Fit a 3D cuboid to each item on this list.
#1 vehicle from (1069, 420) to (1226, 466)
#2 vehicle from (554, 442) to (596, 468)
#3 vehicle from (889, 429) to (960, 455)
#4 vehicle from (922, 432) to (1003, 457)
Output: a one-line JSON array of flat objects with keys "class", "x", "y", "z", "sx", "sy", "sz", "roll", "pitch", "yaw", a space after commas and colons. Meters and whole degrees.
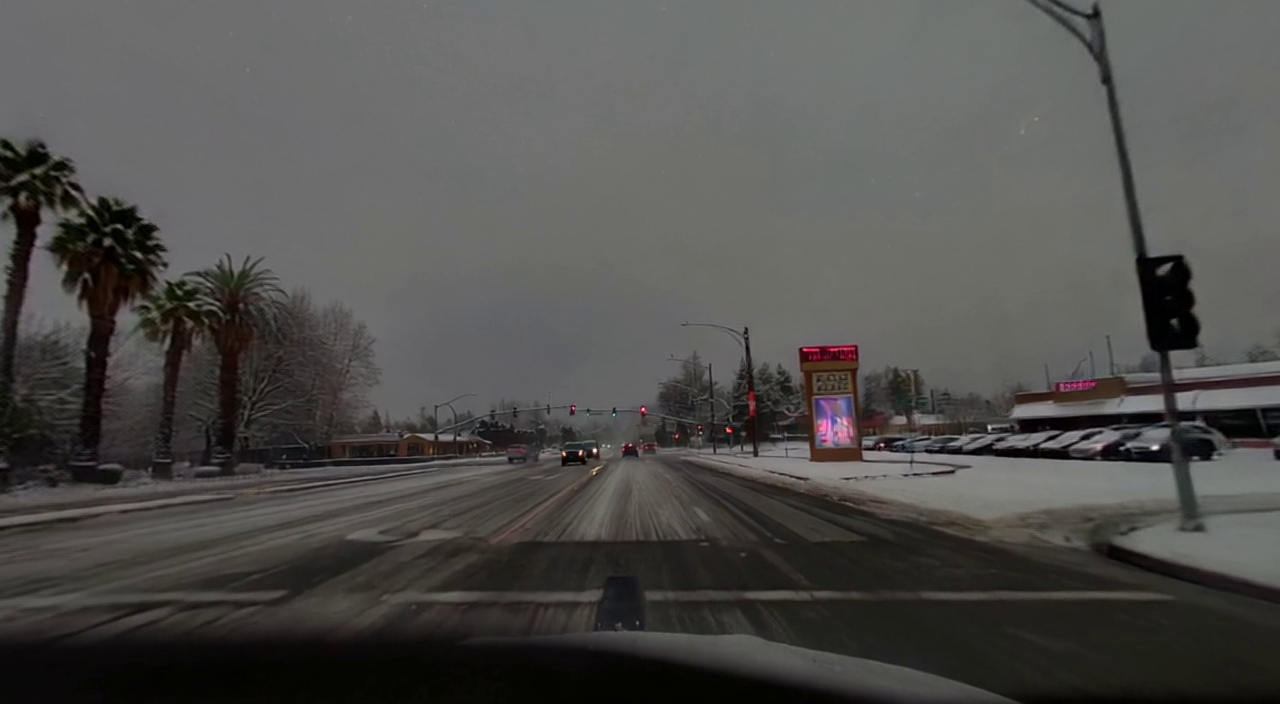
[{"class": "vehicle", "x": 20.599, "y": 3.759, "z": 25.919, "sx": 4.548, "sy": 1.741, "sz": 1.971, "roll": -4, "pitch": -10, "yaw": 25}, {"class": "vehicle", "x": -3.897, "y": 6.277, "z": 38.740, "sx": 2.181, "sy": 1.483, "sz": 4.123, "roll": 0, "pitch": -9, "yaw": -1}, {"class": "vehicle", "x": 21.366, "y": 6.815, "z": 47.450, "sx": 4.600, "sy": 1.677, "sz": 1.980, "roll": -7, "pitch": -11, "yaw": 25}, {"class": "vehicle", "x": 21.101, "y": 6.083, "z": 41.428, "sx": 4.505, "sy": 1.584, "sz": 2.015, "roll": -5, "pitch": -10, "yaw": 27}]
